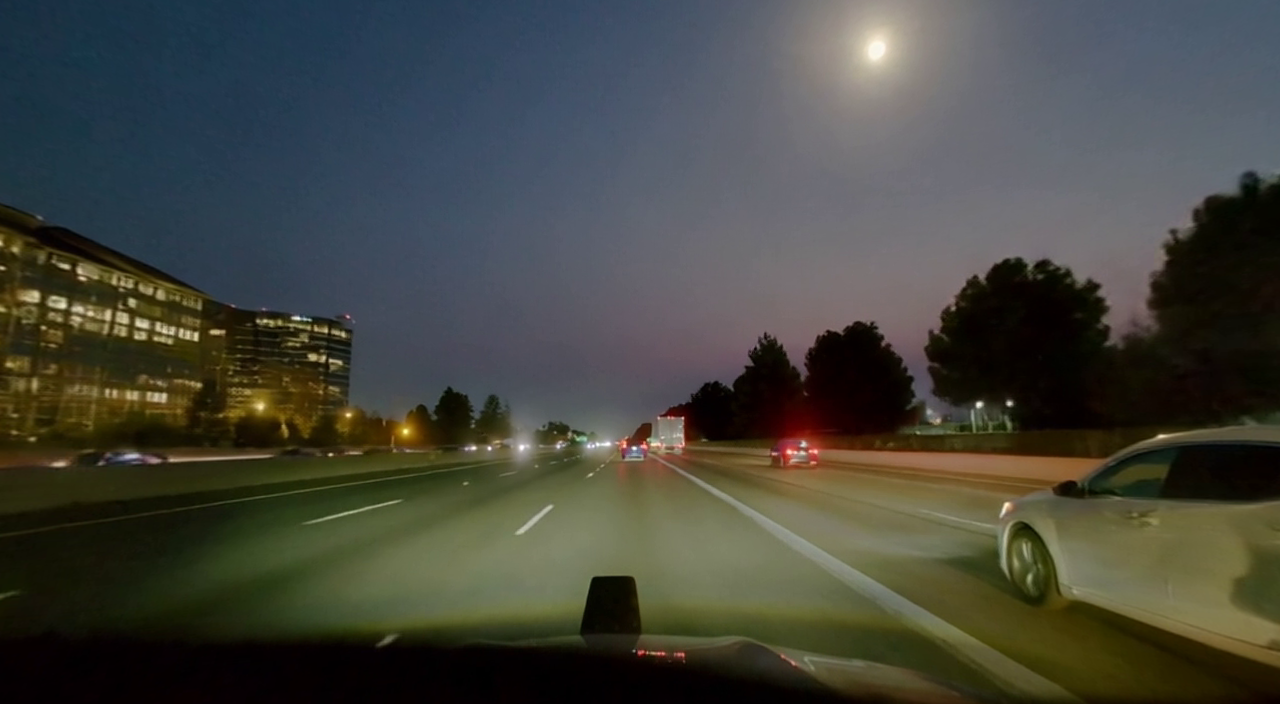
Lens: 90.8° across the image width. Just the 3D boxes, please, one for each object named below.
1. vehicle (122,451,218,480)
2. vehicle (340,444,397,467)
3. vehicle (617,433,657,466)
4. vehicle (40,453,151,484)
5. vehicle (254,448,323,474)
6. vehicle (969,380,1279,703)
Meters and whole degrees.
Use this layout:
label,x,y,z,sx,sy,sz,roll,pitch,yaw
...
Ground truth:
label,x,y,z,sx,sy,sz,roll,pitch,yaw
vehicle,-26.071,6.279,35.307,1.828,1.464,4.647,0,-8,-1
vehicle,-18.291,6.971,42.817,1.841,1.447,4.531,0,-8,0
vehicle,-0.220,5.915,38.533,2.297,1.912,4.355,0,-8,-1
vehicle,-29.845,6.378,34.844,1.888,1.460,4.806,0,-8,-1
vehicle,-22.141,6.868,40.030,1.890,1.454,4.389,0,-8,-1
vehicle,3.840,0.989,3.213,1.950,1.596,4.326,0,-8,-1
